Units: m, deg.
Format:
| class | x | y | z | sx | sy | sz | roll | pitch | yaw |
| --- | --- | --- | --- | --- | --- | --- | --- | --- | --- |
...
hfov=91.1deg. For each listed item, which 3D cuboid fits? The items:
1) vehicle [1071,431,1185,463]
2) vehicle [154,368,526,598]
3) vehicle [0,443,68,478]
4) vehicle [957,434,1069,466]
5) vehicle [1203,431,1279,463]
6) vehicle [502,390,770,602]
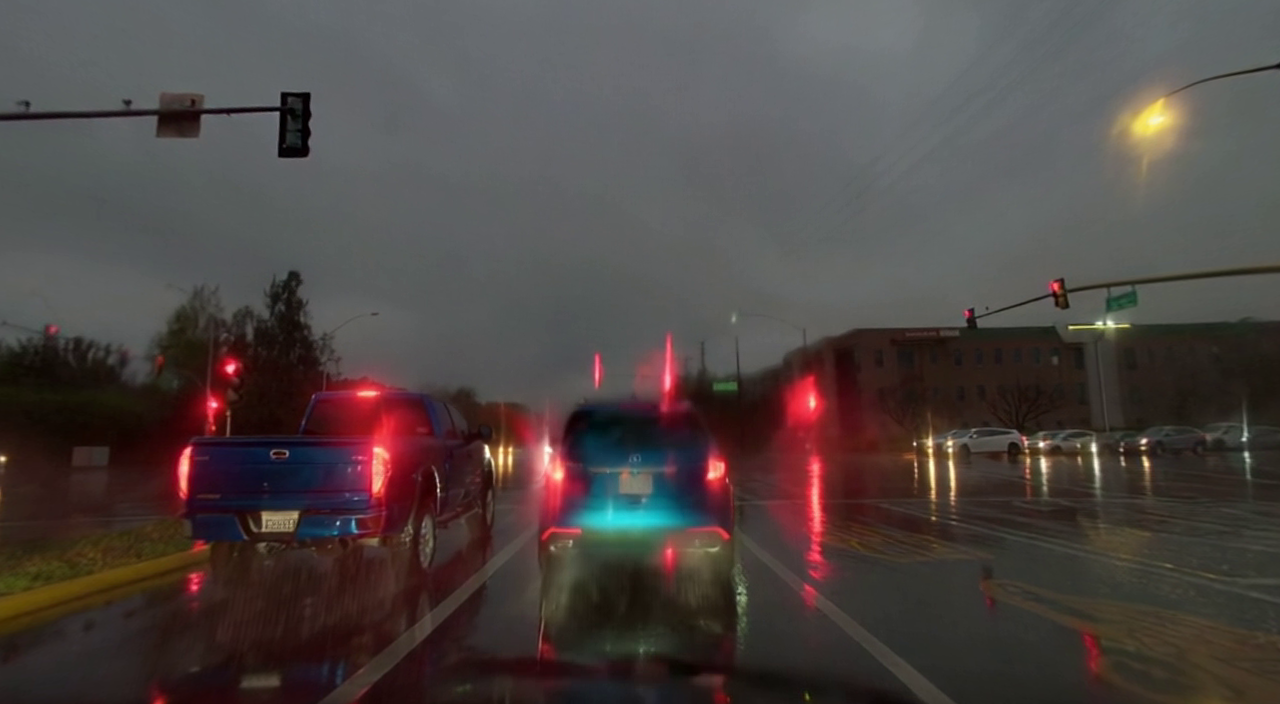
| class | x | y | z | sx | sy | sz | roll | pitch | yaw |
| --- | --- | --- | --- | --- | --- | --- | --- | --- | --- |
| vehicle | 27.944 | 5.423 | 36.041 | 4.849 | 1.759 | 2.041 | 0 | -8 | -2 |
| vehicle | -2.968 | 1.451 | 7.786 | 2.220 | 1.926 | 4.870 | 0 | -8 | -1 |
| vehicle | -32.168 | 5.456 | 31.699 | 4.406 | 1.682 | 2.040 | 0 | -8 | -2 |
| vehicle | 19.314 | 5.068 | 32.597 | 4.624 | 1.601 | 1.871 | 0 | -8 | -3 |
| vehicle | 36.073 | 5.519 | 36.510 | 4.714 | 1.754 | 2.041 | 0 | -8 | -2 |
| vehicle | -0.060 | 1.531 | 7.609 | 2.204 | 1.738 | 4.690 | 0 | -8 | -1 |
